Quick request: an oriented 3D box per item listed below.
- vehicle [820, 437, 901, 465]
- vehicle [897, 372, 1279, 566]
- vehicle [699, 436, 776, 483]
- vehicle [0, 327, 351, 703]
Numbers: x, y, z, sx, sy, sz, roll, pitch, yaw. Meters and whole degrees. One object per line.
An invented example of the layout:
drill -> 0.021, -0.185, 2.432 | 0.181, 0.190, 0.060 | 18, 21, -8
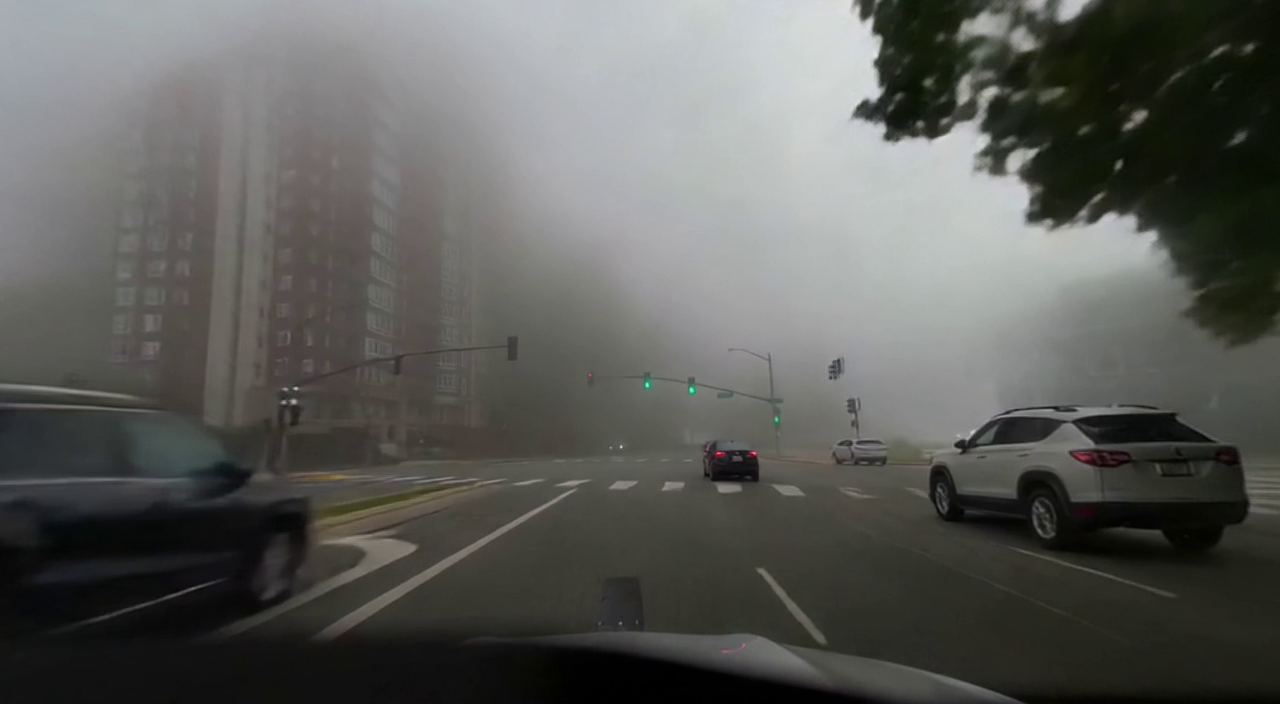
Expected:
vehicle -> 13.498, 6.046, 38.749 | 2.051, 1.589, 4.135 | 8, -12, -43
vehicle -> 6.307, 1.635, 9.521 | 2.427, 2.017, 5.763 | 0, -8, 0
vehicle -> 3.322, 3.778, 22.449 | 2.003, 1.480, 4.494 | 0, -8, 0
vehicle -> -3.578, 0.896, 3.364 | 2.065, 1.716, 4.265 | 0, -8, -1
